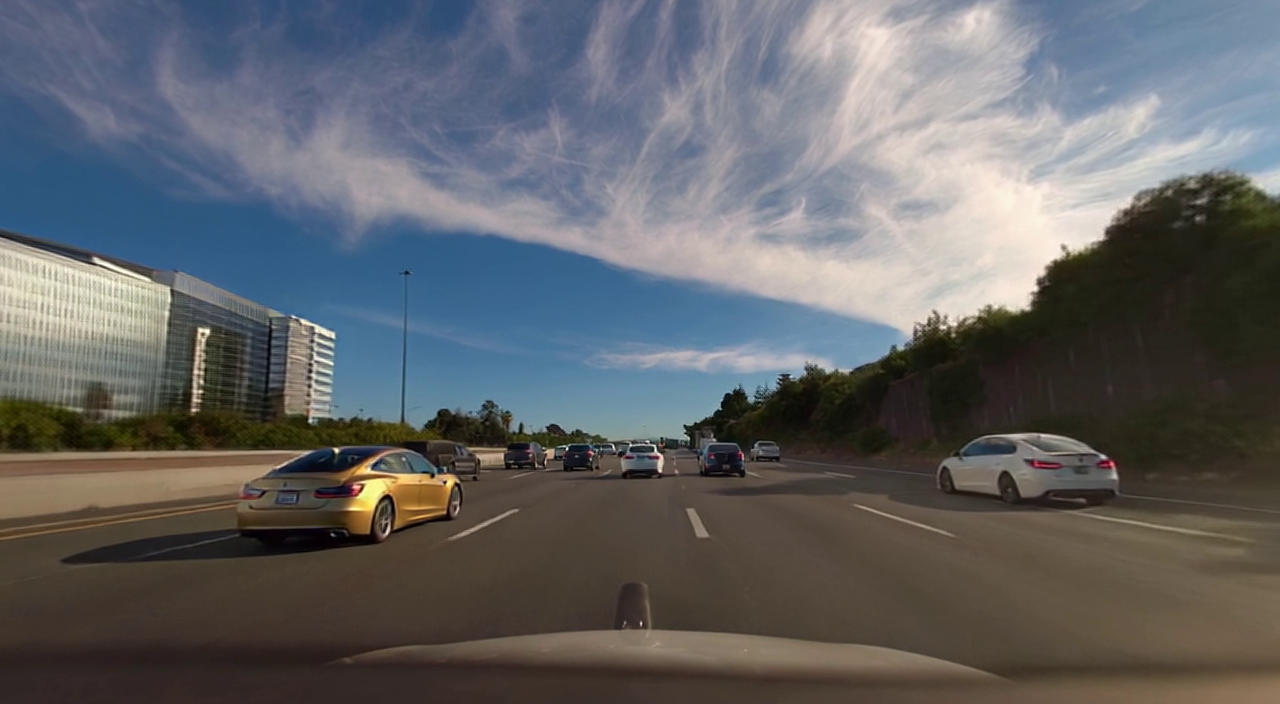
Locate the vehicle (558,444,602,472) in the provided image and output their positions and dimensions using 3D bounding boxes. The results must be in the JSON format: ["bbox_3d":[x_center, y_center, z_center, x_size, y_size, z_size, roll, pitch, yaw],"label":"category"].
[{"bbox_3d":[-3.370,6.013,36.115,1.886,1.455,4.148,-1,-8,3],"label":"vehicle"}]

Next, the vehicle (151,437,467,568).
[{"bbox_3d":[-4.475,2.076,9.638,2.116,1.473,4.644,-1,-8,3],"label":"vehicle"}]

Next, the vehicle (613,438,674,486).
[{"bbox_3d":[0.222,4.111,23.958,2.102,1.624,4.257,-1,-8,3],"label":"vehicle"}]

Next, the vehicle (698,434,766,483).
[{"bbox_3d":[3.491,4.119,24.674,2.114,1.715,4.136,-1,-8,1],"label":"vehicle"}]

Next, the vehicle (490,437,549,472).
[{"bbox_3d":[-6.970,6.002,37.179,2.187,1.851,5.085,-1,-8,3],"label":"vehicle"}]

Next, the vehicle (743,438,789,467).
[{"bbox_3d":[8.046,6.440,40.620,2.071,1.754,4.484,-1,-8,1],"label":"vehicle"}]

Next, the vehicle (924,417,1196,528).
[{"bbox_3d":[7.742,2.261,12.469,1.960,1.726,5.016,0,-8,1],"label":"vehicle"}]
